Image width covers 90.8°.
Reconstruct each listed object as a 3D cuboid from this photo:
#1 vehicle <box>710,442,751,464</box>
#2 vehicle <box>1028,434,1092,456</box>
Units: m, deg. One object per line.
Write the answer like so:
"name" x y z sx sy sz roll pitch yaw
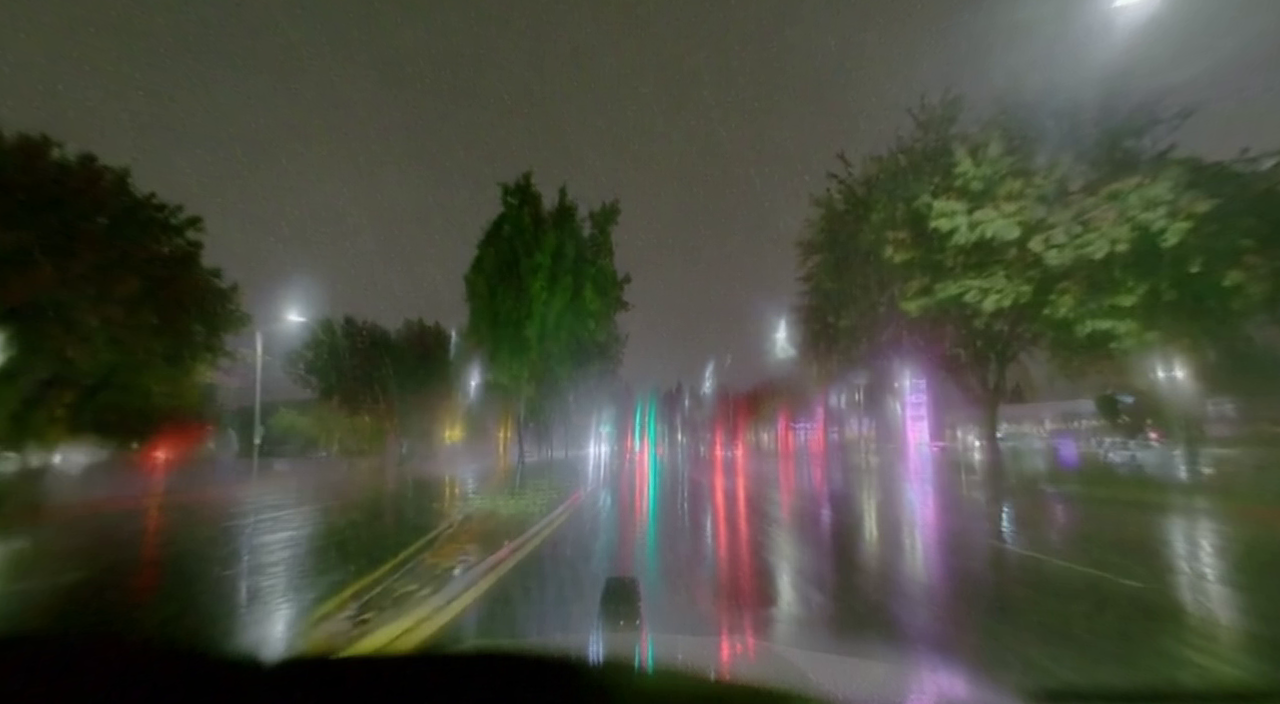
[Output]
"vehicle" 6.335 7.114 44.738 2.024 1.475 4.600 0 -8 -2
"vehicle" 31.621 7.072 47.712 1.767 1.549 4.422 1 -9 0
